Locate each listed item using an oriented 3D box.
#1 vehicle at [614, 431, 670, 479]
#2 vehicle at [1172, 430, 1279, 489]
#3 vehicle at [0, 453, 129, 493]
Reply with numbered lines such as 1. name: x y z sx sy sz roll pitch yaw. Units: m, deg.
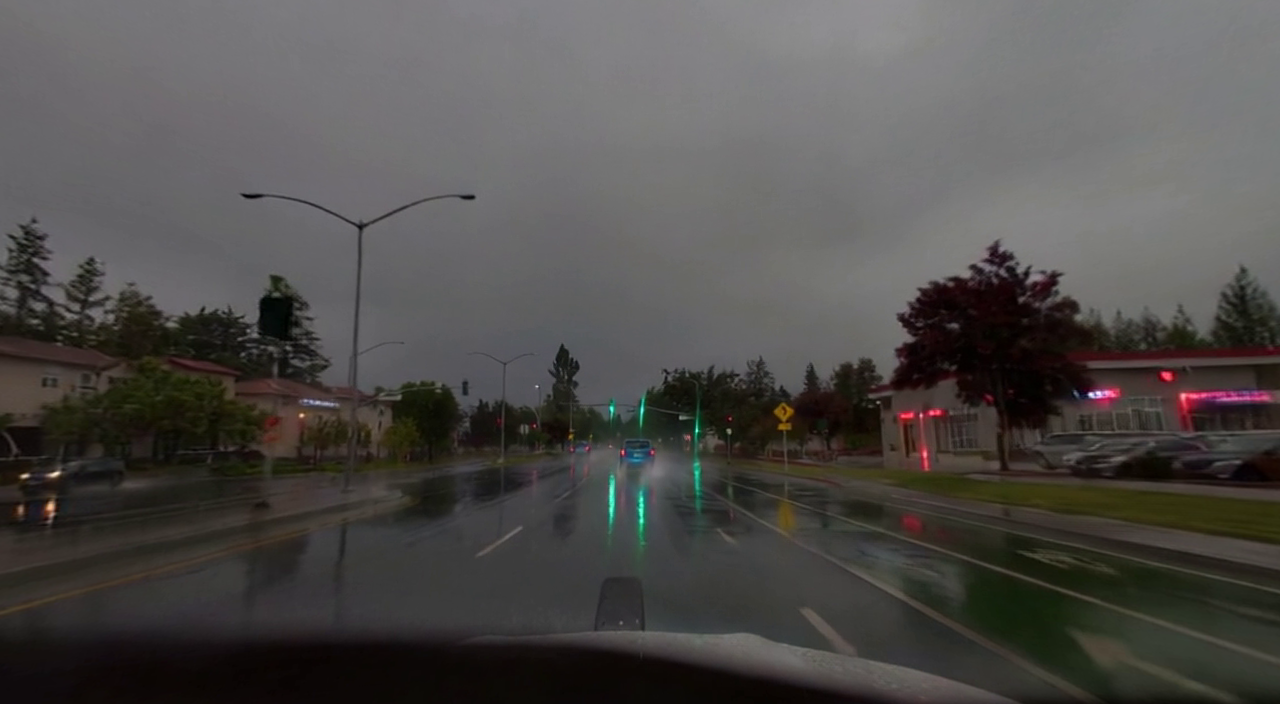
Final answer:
1. vehicle: 0.040 4.555 28.110 2.273 1.909 5.075 0 -9 -1
2. vehicle: 18.773 3.178 18.854 3.892 1.624 2.085 0 -9 -3
3. vehicle: -26.224 5.436 28.678 2.031 1.622 4.722 0 -9 0
